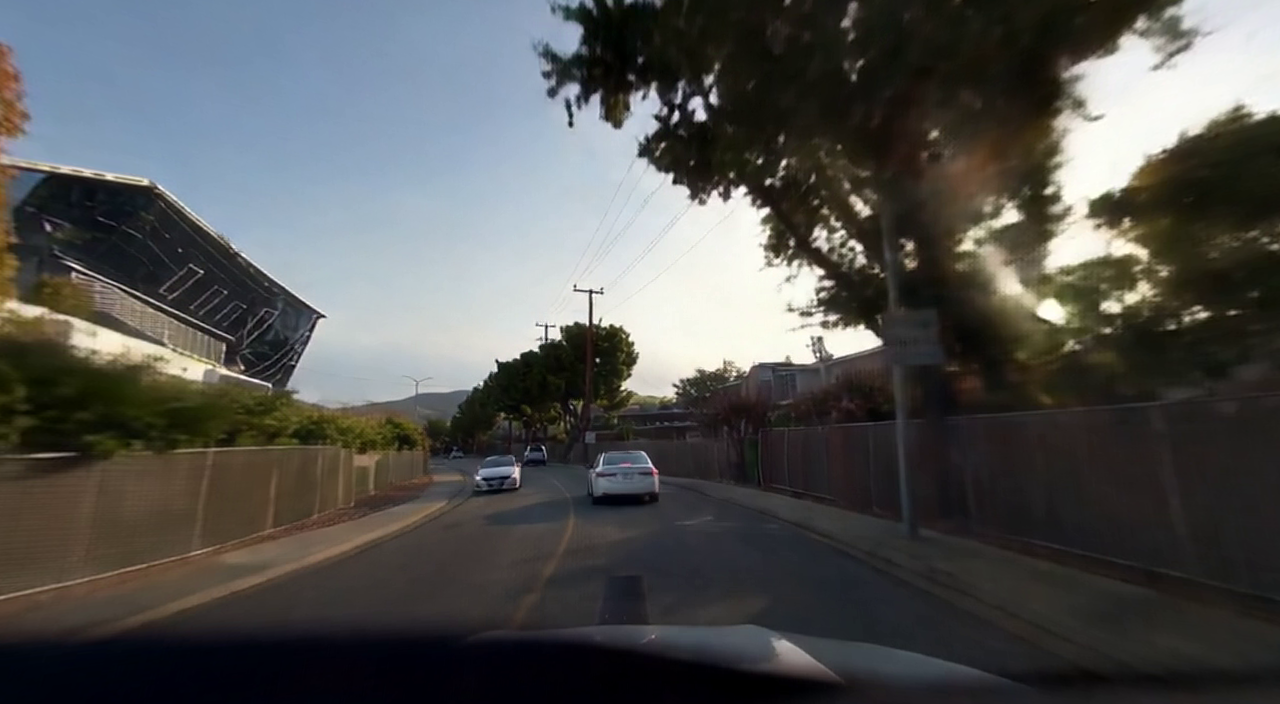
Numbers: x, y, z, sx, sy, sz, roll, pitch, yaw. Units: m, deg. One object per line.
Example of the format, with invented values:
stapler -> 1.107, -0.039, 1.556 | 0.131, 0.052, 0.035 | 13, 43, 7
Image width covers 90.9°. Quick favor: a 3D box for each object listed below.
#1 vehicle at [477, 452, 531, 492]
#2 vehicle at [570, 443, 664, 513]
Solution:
vehicle -> -5.530, 4.860, 25.960 | 1.957, 1.442, 4.180 | 1, -8, -10
vehicle -> -0.673, 3.034, 15.760 | 2.060, 1.487, 3.920 | 1, -8, -5
